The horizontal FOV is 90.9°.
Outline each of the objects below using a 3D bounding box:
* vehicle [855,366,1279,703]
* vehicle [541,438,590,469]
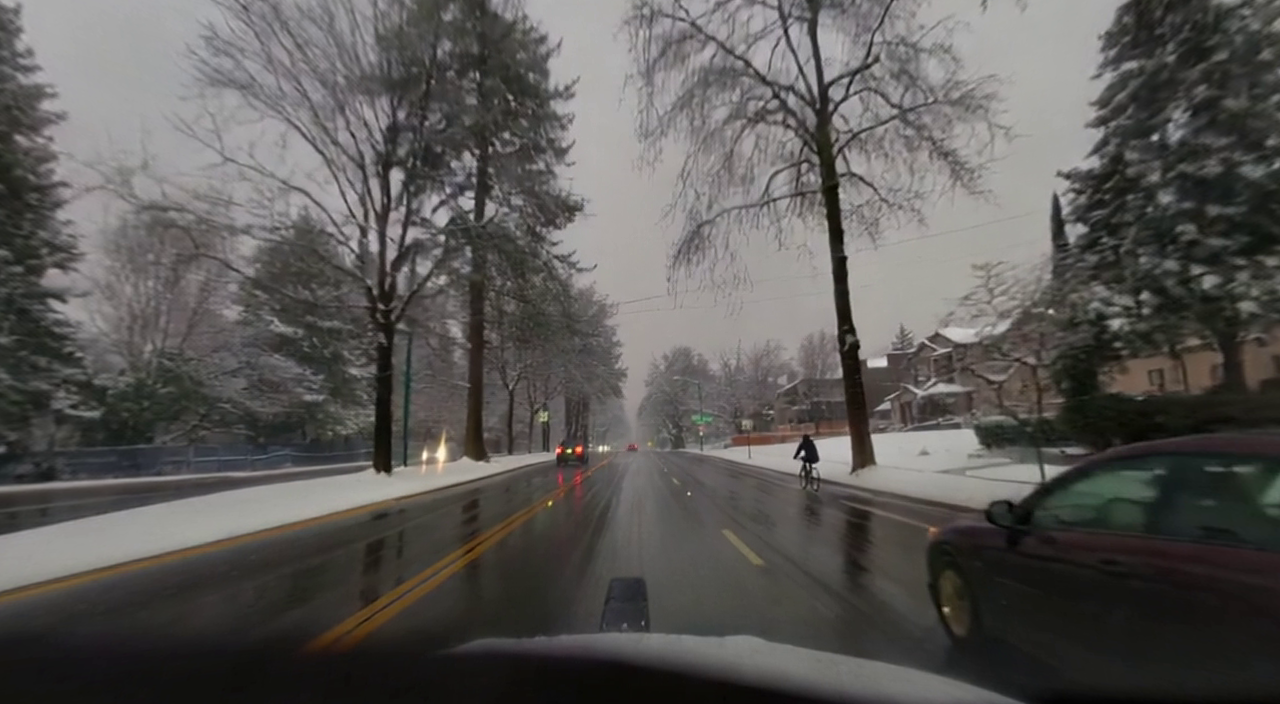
[{"bbox_3d":[2.815,0.964,2.898,1.992,1.511,4.464,0,-8,-1],"label":"vehicle"},{"bbox_3d":[-3.851,5.312,33.207,2.011,1.480,4.517,0,-8,0],"label":"vehicle"}]
